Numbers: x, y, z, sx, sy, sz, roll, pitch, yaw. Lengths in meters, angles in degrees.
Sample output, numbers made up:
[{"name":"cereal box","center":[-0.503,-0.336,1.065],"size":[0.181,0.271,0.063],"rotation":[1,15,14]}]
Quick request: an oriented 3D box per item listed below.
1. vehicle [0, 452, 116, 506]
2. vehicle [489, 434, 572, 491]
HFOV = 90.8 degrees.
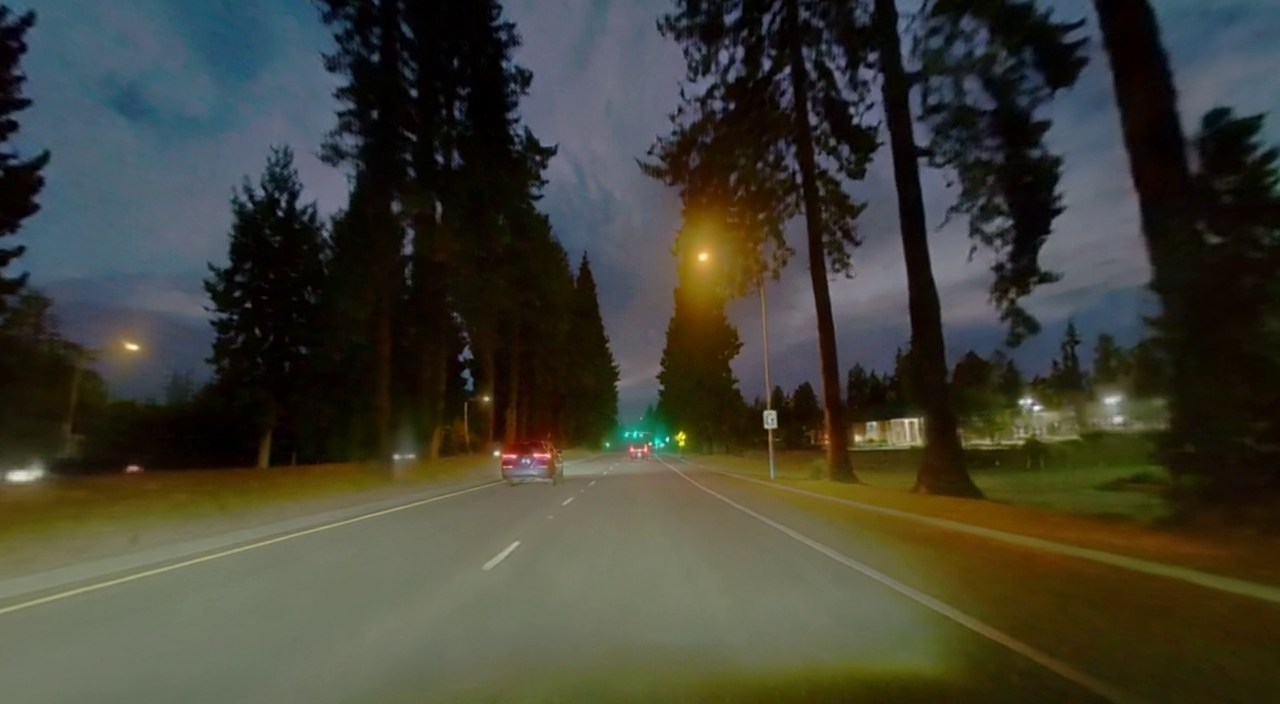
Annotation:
[{"name":"vehicle","center":[-20.931,4.298,21.850],"size":[1.875,1.602,4.317],"rotation":[0,-8,0]},{"name":"vehicle","center":[-3.627,3.750,21.785],"size":[2.078,1.748,4.279],"rotation":[0,-8,1]}]
